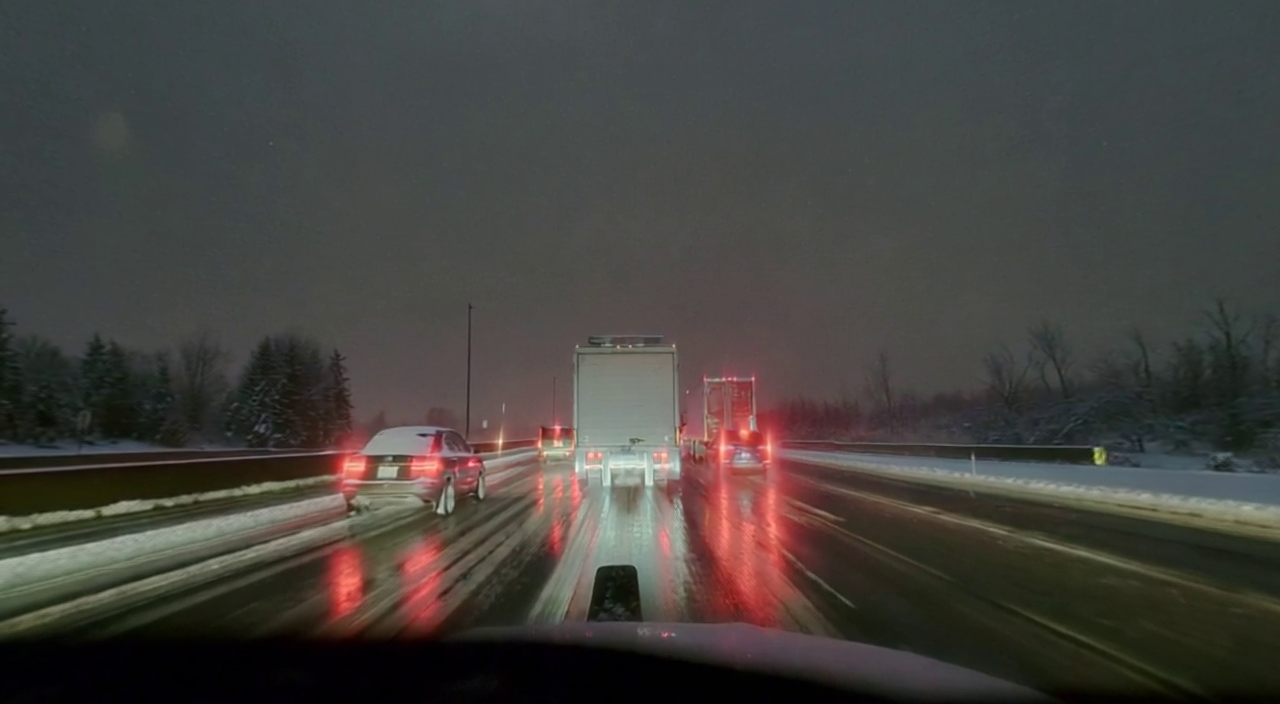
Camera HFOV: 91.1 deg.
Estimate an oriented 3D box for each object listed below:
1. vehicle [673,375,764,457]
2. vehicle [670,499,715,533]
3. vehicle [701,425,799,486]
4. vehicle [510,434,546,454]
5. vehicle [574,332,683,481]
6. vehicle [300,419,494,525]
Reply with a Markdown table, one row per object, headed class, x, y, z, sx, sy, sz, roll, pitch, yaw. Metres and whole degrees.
| class | x | y | z | sx | sy | sz | roll | pitch | yaw |
| --- | --- | --- | --- | --- | --- | --- | --- | --- | --- |
| vehicle | 4.141 | 4.188 | 37.340 | 2.863 | 3.936 | 14.058 | 1 | -9 | -3 |
| vehicle | 3.708 | 11.708 | 44.925 | 2.835 | 2.000 | 2.696 | 0 | -7 | -2 |
| vehicle | 2.995 | 2.910 | 18.055 | 1.976 | 1.513 | 4.065 | 0 | -8 | -2 |
| vehicle | -8.770 | 7.214 | 49.573 | 2.019 | 1.471 | 4.347 | 0 | -8 | -1 |
| vehicle | -0.432 | 2.123 | 22.075 | 2.938 | 4.033 | 9.980 | 0 | -8 | -1 |
| vehicle | -3.950 | 1.987 | 11.016 | 1.882 | 1.493 | 3.828 | 0 | -8 | 0 |
